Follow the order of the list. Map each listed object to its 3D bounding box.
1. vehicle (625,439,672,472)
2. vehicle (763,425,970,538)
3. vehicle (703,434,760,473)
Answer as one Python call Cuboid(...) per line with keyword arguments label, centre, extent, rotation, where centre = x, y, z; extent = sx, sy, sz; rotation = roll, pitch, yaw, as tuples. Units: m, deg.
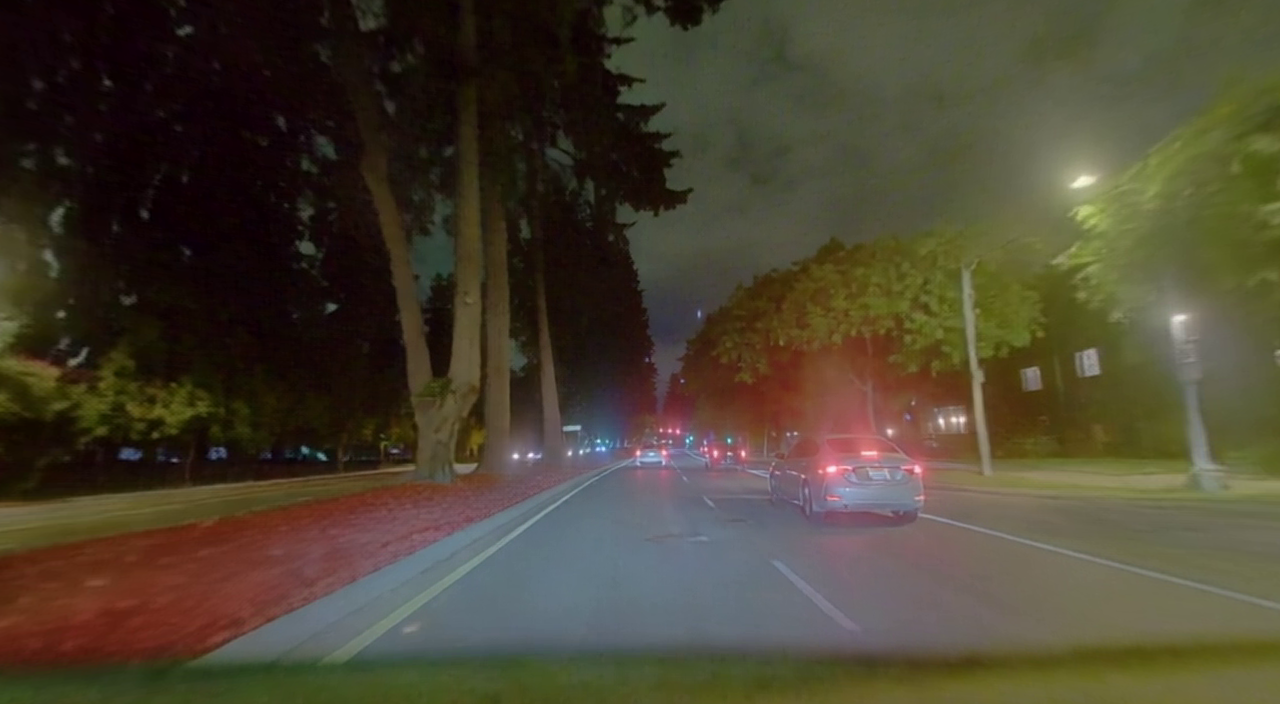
Cuboid(label="vehicle", centre=(0.470, 4.906, 30.184), extent=(2.082, 1.473, 4.028), rotation=(0, -8, 3))
Cuboid(label="vehicle", centre=(3.499, 2.083, 10.749), extent=(1.985, 1.529, 4.147), rotation=(0, -9, 0))
Cuboid(label="vehicle", centre=(4.195, 4.745, 29.636), extent=(2.074, 1.652, 4.340), rotation=(0, -9, 1))
